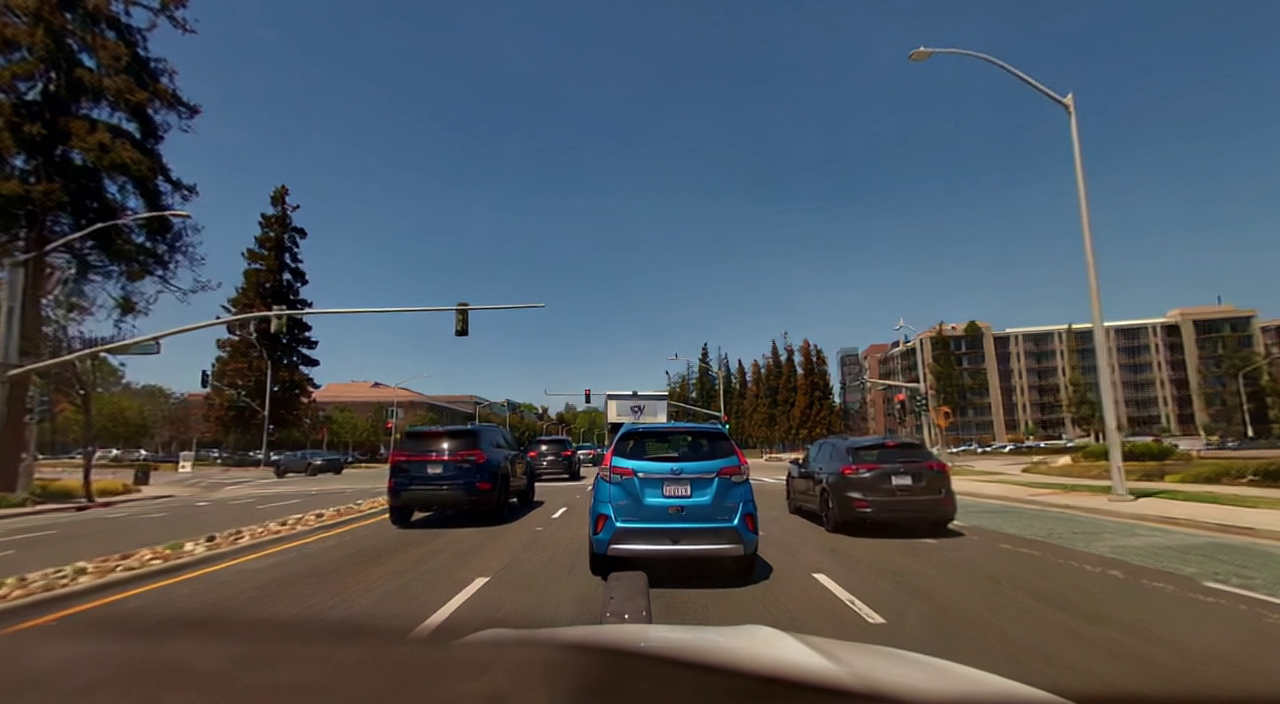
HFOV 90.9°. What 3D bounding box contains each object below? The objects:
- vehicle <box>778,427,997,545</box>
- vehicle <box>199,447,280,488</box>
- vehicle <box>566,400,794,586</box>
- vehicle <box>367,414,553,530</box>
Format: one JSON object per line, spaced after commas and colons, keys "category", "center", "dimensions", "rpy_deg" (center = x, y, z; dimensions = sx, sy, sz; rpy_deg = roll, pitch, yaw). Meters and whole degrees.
{"category": "vehicle", "center": [3.815, 2.120, 10.635], "dimensions": [1.954, 1.592, 3.992], "rpy_deg": [0, -8, -2]}
{"category": "vehicle", "center": [-17.578, 4.988, 27.583], "dimensions": [4.395, 1.636, 1.926], "rpy_deg": [-8, -12, 44]}
{"category": "vehicle", "center": [0.374, 1.669, 8.274], "dimensions": [2.172, 1.764, 4.338], "rpy_deg": [0, -8, 0]}
{"category": "vehicle", "center": [-3.207, 2.270, 12.506], "dimensions": [2.209, 1.828, 4.847], "rpy_deg": [0, -9, 0]}
